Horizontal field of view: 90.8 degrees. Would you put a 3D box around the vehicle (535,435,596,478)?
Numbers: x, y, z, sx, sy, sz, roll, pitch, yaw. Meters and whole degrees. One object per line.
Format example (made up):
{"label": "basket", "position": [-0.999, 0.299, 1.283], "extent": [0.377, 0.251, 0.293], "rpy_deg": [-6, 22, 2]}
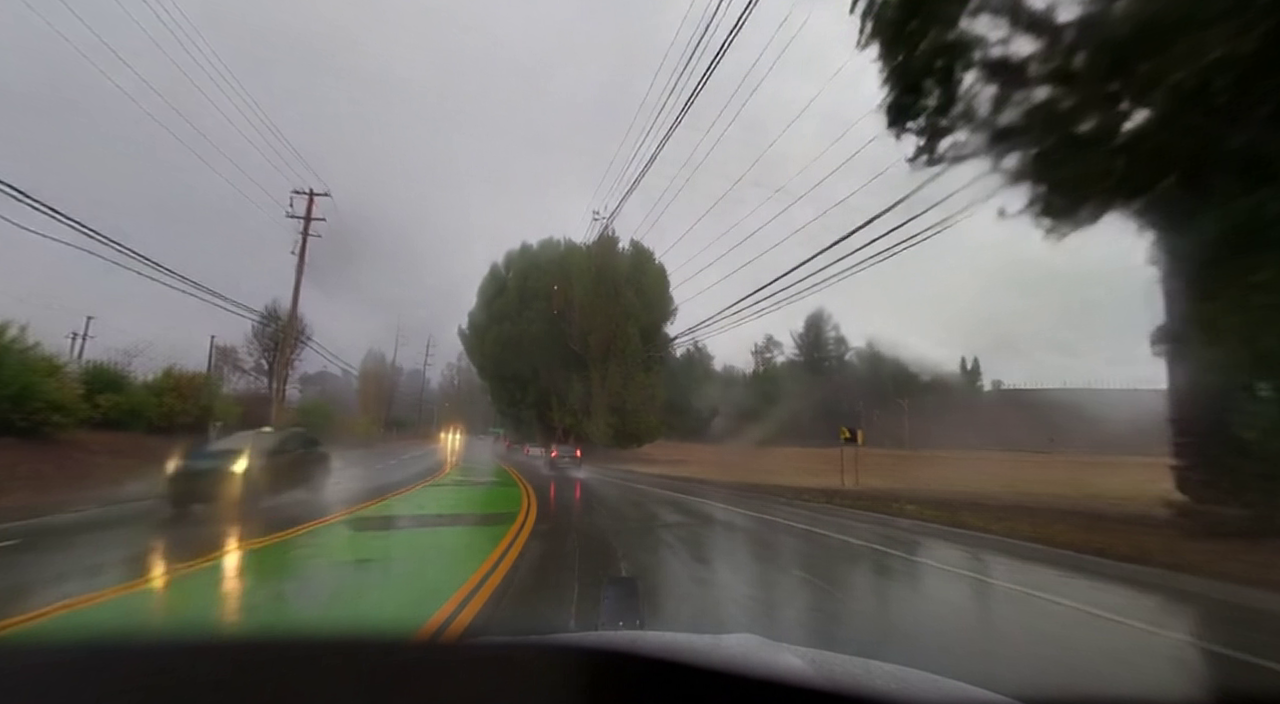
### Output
{"label": "vehicle", "position": [-3.523, 4.767, 29.026], "extent": [2.140, 1.767, 4.720], "rpy_deg": [2, -9, -14]}

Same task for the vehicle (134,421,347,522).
{"label": "vehicle", "position": [-7.883, 2.296, 13.087], "extent": [1.967, 1.688, 4.286], "rpy_deg": [0, -6, -6]}
